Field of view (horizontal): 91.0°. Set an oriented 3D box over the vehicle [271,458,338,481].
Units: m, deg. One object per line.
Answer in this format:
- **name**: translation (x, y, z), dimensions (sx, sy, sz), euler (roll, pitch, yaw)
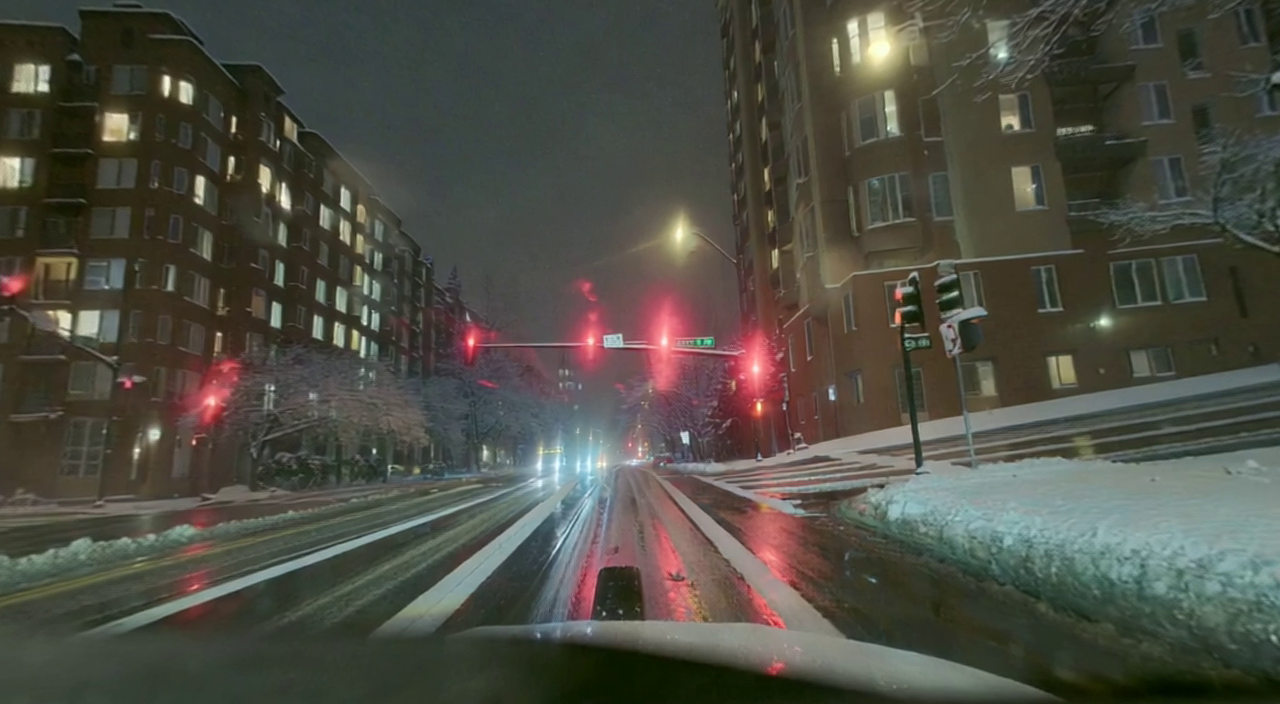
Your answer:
- **vehicle**: translation (-24.612, 8.659, 46.312), dimensions (3.882, 1.600, 1.768), euler (0, -9, 2)
